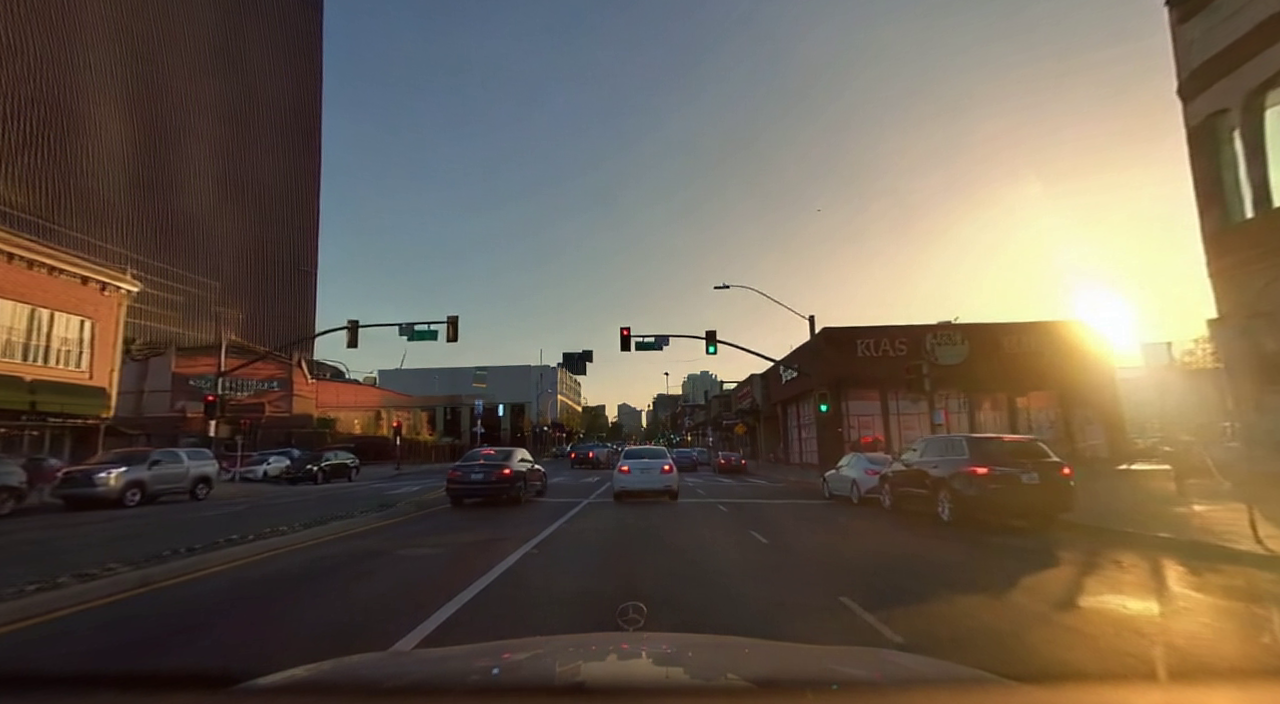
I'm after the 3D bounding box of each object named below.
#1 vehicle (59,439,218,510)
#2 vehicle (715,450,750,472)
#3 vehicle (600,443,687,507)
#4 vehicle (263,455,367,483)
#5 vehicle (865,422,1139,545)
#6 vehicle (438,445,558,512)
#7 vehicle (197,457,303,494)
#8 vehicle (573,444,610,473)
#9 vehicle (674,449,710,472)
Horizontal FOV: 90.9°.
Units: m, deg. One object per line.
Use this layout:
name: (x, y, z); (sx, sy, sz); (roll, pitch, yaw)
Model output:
vehicle: (-16.193, 3.923, 20.864); (2.239, 1.963, 5.779); (3, -9, -19)
vehicle: (6.840, 8.112, 47.083); (1.944, 1.462, 4.406); (0, -9, 0)
vehicle: (0.066, 3.196, 16.829); (2.037, 1.484, 4.073); (0, -9, 0)
vehicle: (-18.994, 6.812, 36.885); (5.163, 1.510, 2.174); (-2, -9, 15)
vehicle: (6.529, 2.431, 12.430); (2.289, 1.867, 5.322); (0, -9, 1)
vehicle: (-3.402, 3.111, 16.059); (1.950, 1.450, 4.257); (0, -9, 2)
vehicle: (-17.228, 5.433, 28.132); (1.774, 1.436, 4.473); (0, -9, 1)
vehicle: (-3.057, 6.825, 40.492); (2.007, 1.736, 4.185); (0, -9, 1)
vehicle: (3.455, 7.332, 42.728); (2.047, 1.463, 4.514); (0, -9, 0)
